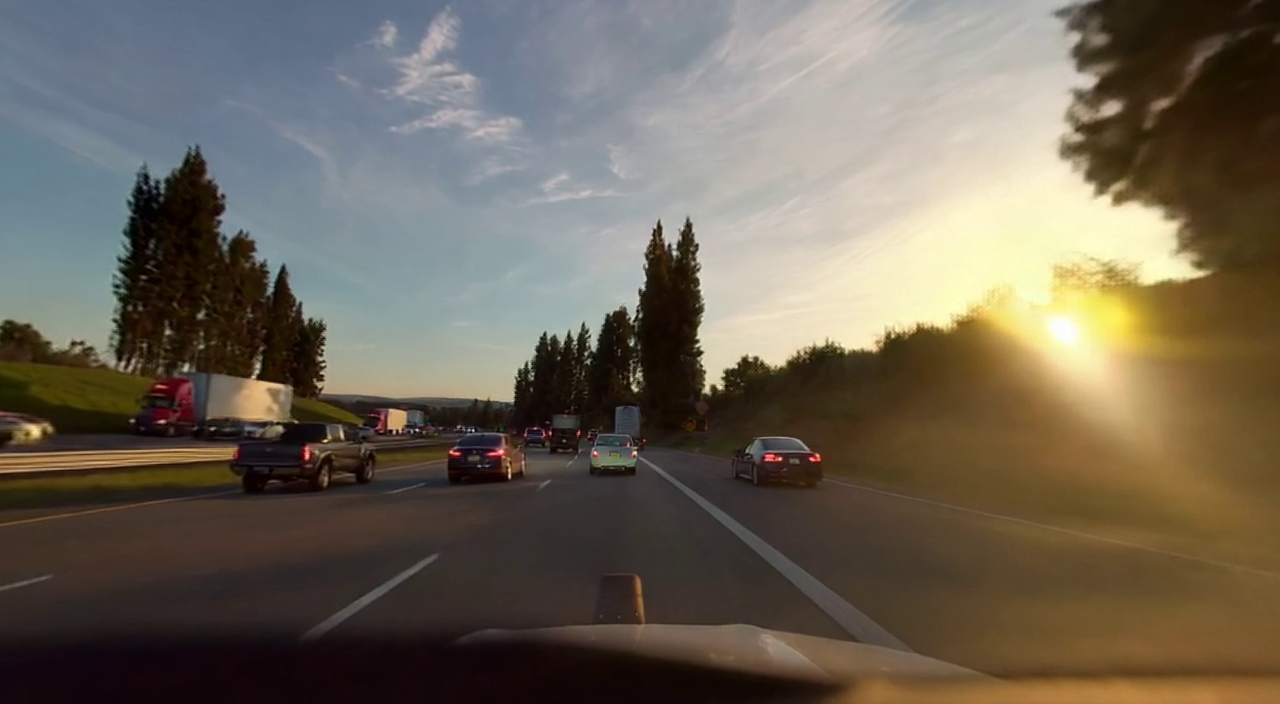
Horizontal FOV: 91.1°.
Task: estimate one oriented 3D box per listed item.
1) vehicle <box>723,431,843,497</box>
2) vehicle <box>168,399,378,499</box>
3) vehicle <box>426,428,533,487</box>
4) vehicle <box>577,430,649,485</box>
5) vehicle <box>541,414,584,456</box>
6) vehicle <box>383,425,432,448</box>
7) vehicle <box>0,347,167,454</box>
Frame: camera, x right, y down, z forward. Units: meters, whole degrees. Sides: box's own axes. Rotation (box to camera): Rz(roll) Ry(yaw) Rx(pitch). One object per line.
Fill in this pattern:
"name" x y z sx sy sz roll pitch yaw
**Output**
"vehicle" 3.574 2.862 16.650 1.981 1.474 4.396 0 -8 -2
"vehicle" -8.211 2.226 14.759 2.158 1.943 4.662 0 -8 -1
"vehicle" -4.502 3.021 18.392 2.046 1.493 4.384 0 -8 -1
"vehicle" -0.790 3.150 19.184 1.980 1.478 3.758 0 -8 -1
"vehicle" -5.093 5.581 42.284 2.303 2.610 6.579 0 -8 -3
"vehicle" -16.096 5.886 43.765 1.885 1.496 4.446 0 -8 -3
"vehicle" -23.135 2.114 25.918 2.975 3.953 5.356 1 -8 -2
